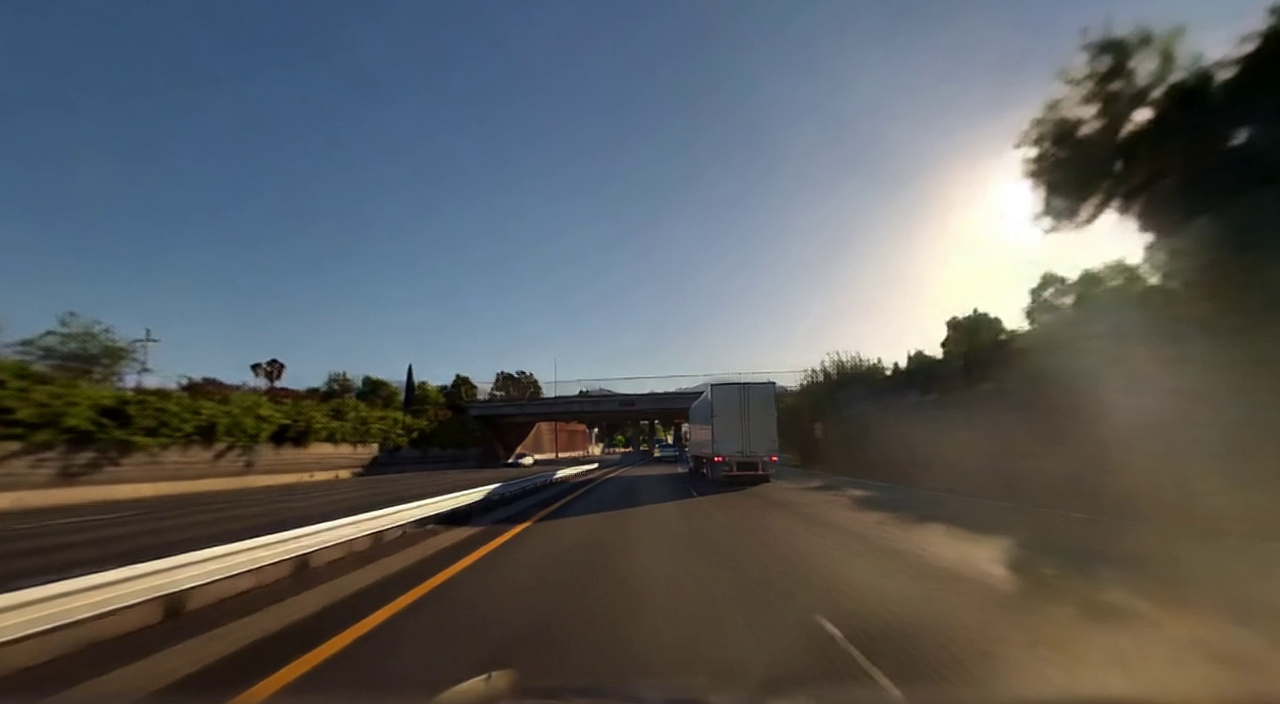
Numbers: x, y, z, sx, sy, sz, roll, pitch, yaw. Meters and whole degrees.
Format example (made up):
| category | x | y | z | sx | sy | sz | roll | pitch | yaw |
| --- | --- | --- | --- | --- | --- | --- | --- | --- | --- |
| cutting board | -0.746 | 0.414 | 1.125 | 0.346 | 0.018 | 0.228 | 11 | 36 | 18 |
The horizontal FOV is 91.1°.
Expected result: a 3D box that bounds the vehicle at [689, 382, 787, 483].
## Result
| category | x | y | z | sx | sy | sz | roll | pitch | yaw |
| --- | --- | --- | --- | --- | --- | --- | --- | --- | --- |
| vehicle | 4.366 | 4.162 | 31.402 | 2.965 | 4.028 | 12.529 | 0 | -9 | 0 |
